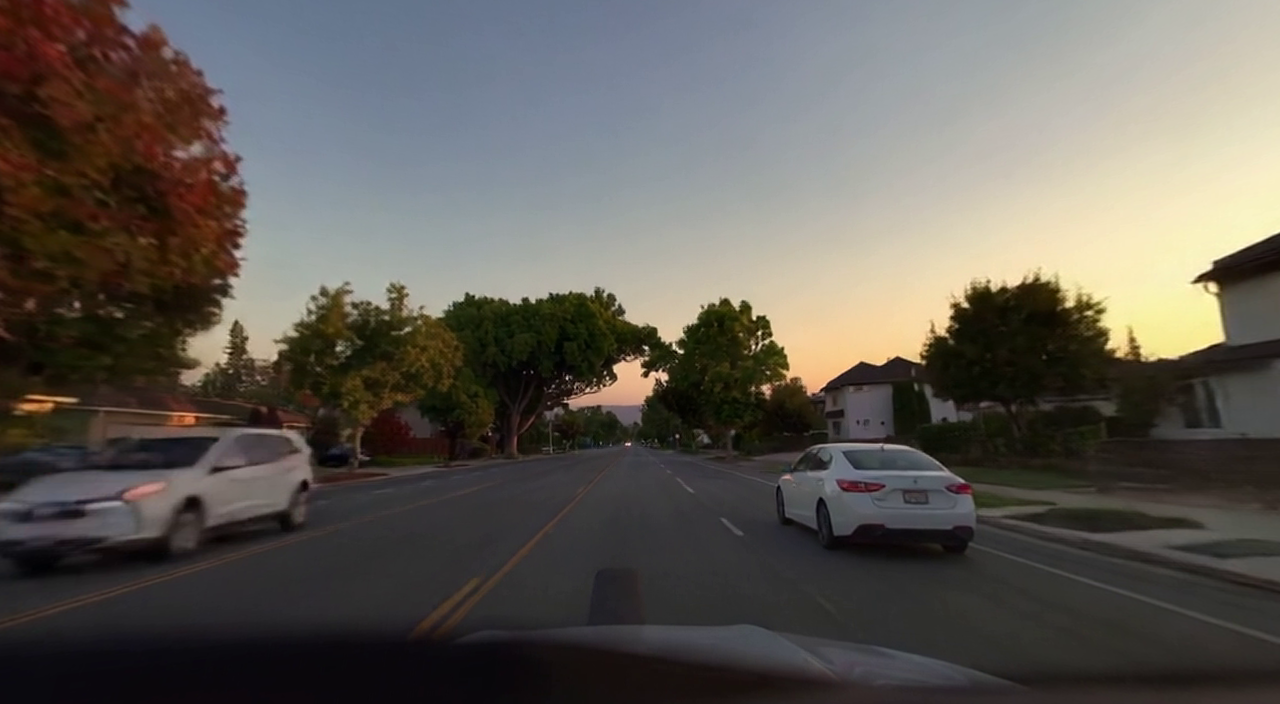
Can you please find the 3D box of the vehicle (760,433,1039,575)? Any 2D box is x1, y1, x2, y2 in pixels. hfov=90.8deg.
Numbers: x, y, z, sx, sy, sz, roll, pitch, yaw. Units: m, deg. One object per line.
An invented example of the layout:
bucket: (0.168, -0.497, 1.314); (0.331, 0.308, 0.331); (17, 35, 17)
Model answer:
vehicle: (3.171, 1.938, 8.883); (2.057, 1.493, 4.225); (0, -9, -1)

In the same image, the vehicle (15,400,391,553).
vehicle: (-6.966, 2.096, 11.462); (2.334, 1.985, 6.274); (0, -9, 0)
